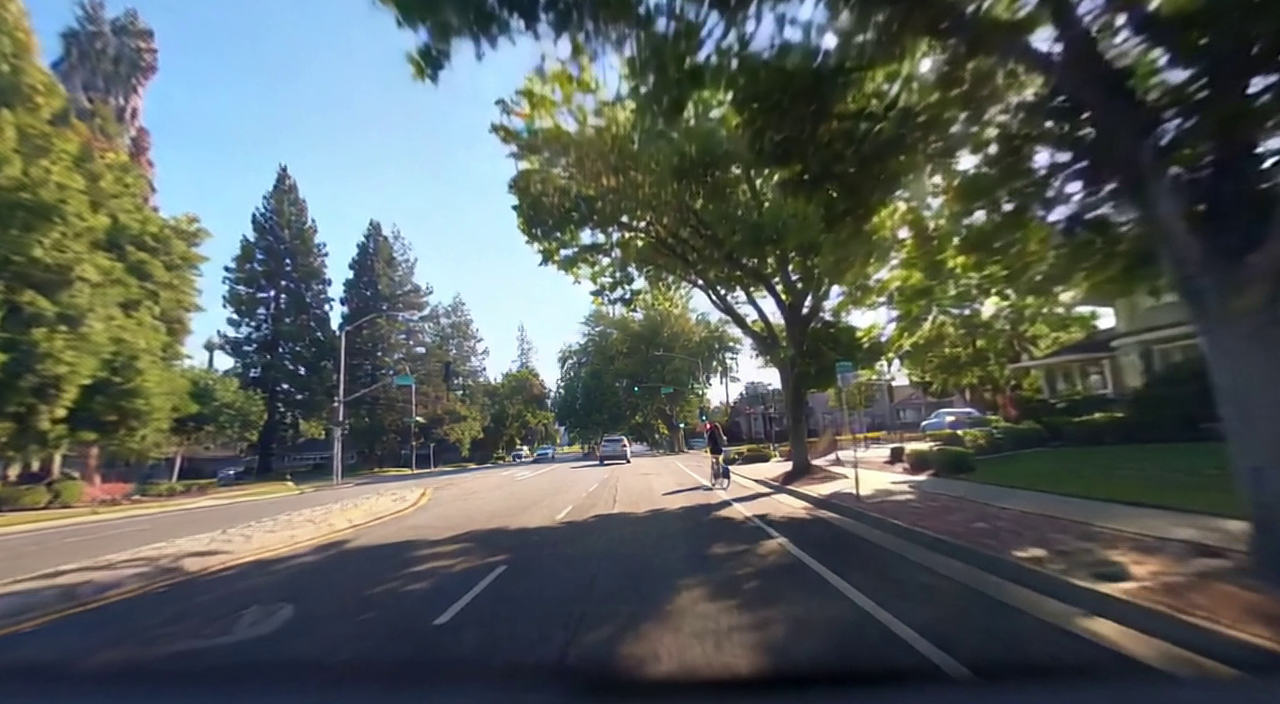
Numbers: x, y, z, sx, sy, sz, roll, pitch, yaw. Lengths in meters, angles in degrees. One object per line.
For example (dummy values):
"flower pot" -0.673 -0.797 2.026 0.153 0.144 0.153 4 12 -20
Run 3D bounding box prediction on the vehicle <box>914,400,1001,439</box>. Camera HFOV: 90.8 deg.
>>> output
"vehicle" 15.543 3.405 31.256 1.982 1.705 4.677 -1 -8 3

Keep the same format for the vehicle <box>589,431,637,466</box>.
"vehicle" -1.420 5.326 35.089 2.215 1.799 4.426 -1 -8 3
